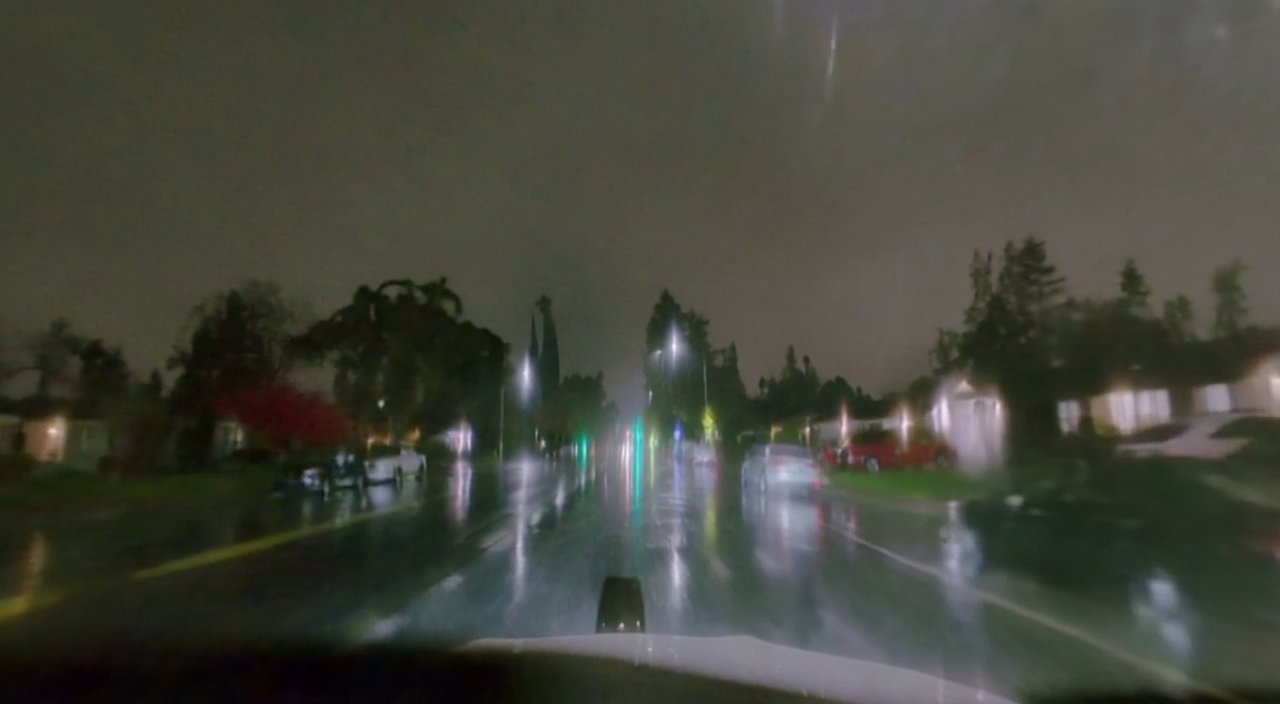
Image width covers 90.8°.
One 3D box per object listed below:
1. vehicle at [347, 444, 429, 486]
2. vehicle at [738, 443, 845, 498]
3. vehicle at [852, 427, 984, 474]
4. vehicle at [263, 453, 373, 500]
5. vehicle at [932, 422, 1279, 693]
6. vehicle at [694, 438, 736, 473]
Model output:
[{"bbox_3d":[-12.628,5.669,32.073,2.075,1.917,4.984,-1,-9,0],"label":"vehicle"},{"bbox_3d":[4.647,3.700,20.285,2.035,1.498,4.910,0,-8,-2],"label":"vehicle"},{"bbox_3d":[12.402,4.387,28.428,4.825,1.675,2.184,-4,-7,-2],"label":"vehicle"},{"bbox_3d":[-12.640,4.868,25.202,1.925,1.498,4.850,-4,-9,-1],"label":"vehicle"},{"bbox_3d":[4.759,1.590,5.808,1.934,1.546,5.009,3,-9,2],"label":"vehicle"},{"bbox_3d":[4.401,6.104,37.749,2.074,1.838,5.402,1,-8,3],"label":"vehicle"}]
